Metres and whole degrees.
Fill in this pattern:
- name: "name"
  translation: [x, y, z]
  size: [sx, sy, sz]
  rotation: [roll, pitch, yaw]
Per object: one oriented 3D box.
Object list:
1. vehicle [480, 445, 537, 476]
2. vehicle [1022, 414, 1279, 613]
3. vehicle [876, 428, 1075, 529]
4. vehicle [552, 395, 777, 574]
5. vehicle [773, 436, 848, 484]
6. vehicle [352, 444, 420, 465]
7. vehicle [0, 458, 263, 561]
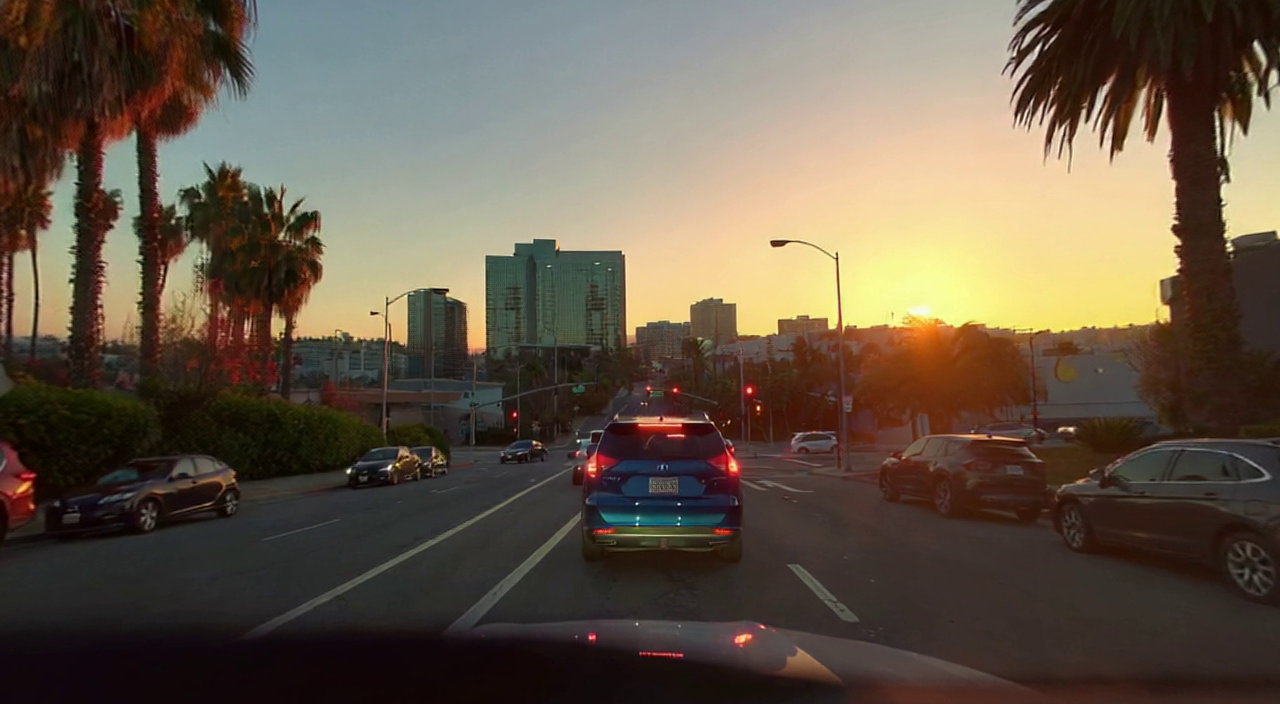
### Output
- name: "vehicle"
  translation: [-6.730, 5.589, 32.834]
  size: [1.928, 1.475, 4.645]
  rotation: [0, -8, 1]
- name: "vehicle"
  translation: [6.439, 1.597, 6.915]
  size: [1.935, 1.672, 4.139]
  rotation: [0, -8, 1]
- name: "vehicle"
  translation: [6.666, 2.531, 13.244]
  size: [1.930, 1.736, 4.329]
  rotation: [-1, -8, 3]
- name: "vehicle"
  translation: [0.260, 1.659, 8.603]
  size: [2.264, 1.798, 4.258]
  rotation: [0, -8, 1]
- name: "vehicle"
  translation: [6.584, 4.210, 24.901]
  size: [1.948, 1.729, 4.023]
  rotation: [-1, -8, 2]
- name: "vehicle"
  translation: [-18.716, 7.521, 46.641]
  size: [1.759, 1.457, 4.297]
  rotation: [-7, -11, 37]
- name: "vehicle"
  translation: [-9.579, 2.809, 11.958]
  size: [2.054, 1.467, 4.595]
  rotation: [-3, -9, 0]
